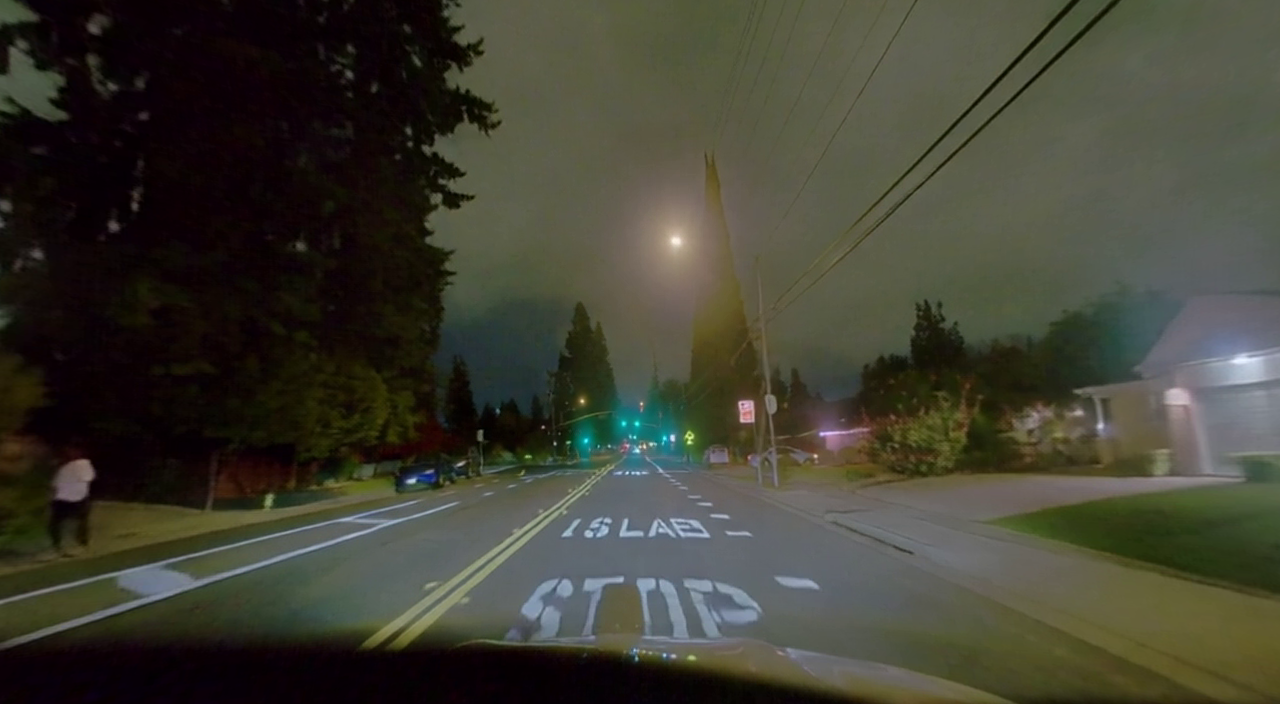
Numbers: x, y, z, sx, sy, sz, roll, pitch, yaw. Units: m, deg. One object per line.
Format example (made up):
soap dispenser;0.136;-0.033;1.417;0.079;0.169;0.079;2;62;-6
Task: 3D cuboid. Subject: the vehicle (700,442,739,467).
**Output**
vehicle;5.600;7.266;44.785;2.096;1.713;4.606;0;-9;-1

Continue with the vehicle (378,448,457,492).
vehicle;-9.360;4.969;26.871;1.998;1.684;4.180;1;-9;-3

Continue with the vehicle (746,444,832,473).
vehicle;8.068;5.808;34.495;4.438;1.466;1.943;-1;-9;9
